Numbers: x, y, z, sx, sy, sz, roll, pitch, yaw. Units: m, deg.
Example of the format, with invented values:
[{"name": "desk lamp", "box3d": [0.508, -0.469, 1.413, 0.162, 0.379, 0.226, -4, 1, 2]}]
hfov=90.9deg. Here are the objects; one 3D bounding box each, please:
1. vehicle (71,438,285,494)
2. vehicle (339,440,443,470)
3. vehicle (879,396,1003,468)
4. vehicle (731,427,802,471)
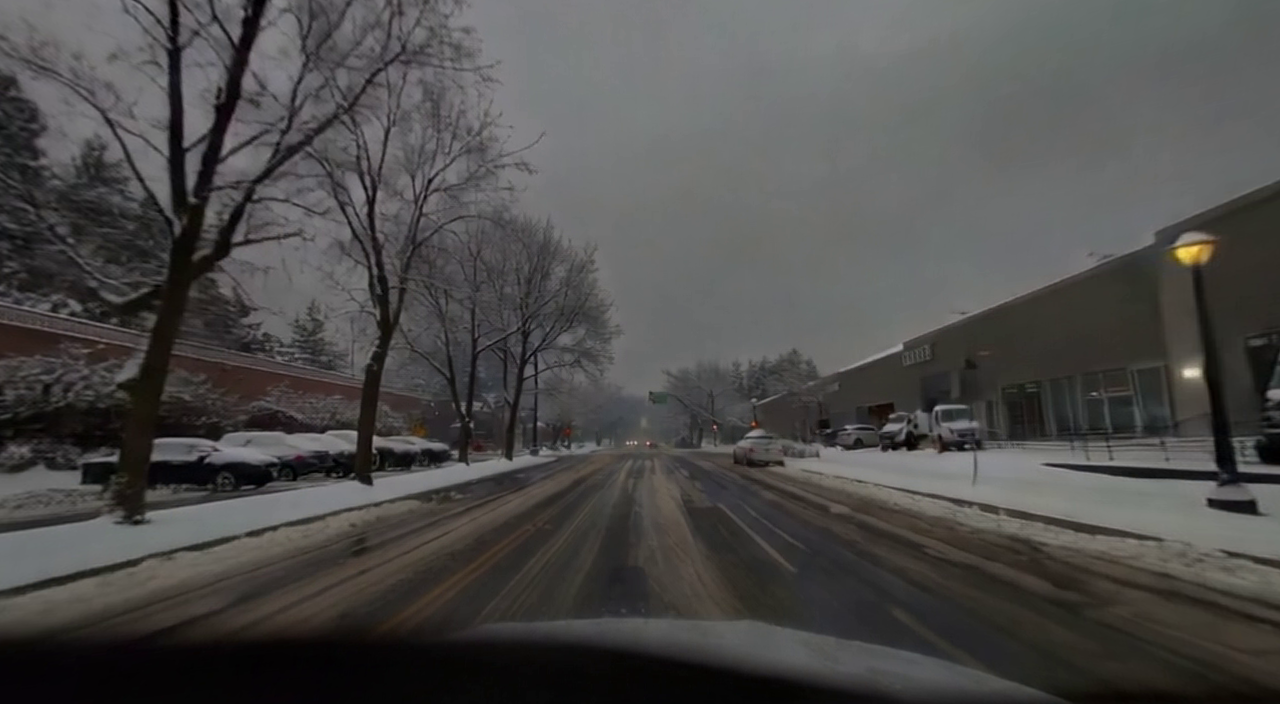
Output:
[{"name": "vehicle", "box3d": [-14.475, 3.595, 20.085, 4.954, 1.614, 2.227, 0, -9, -4]}, {"name": "vehicle", "box3d": [-13.599, 5.647, 34.659, 4.765, 1.517, 2.182, 0, -9, 0]}, {"name": "vehicle", "box3d": [13.273, 3.646, 28.404, 2.935, 2.889, 5.499, -1, -8, 2]}, {"name": "vehicle", "box3d": [6.153, 4.789, 31.352, 2.338, 1.942, 5.267, 0, -8, -1]}]
